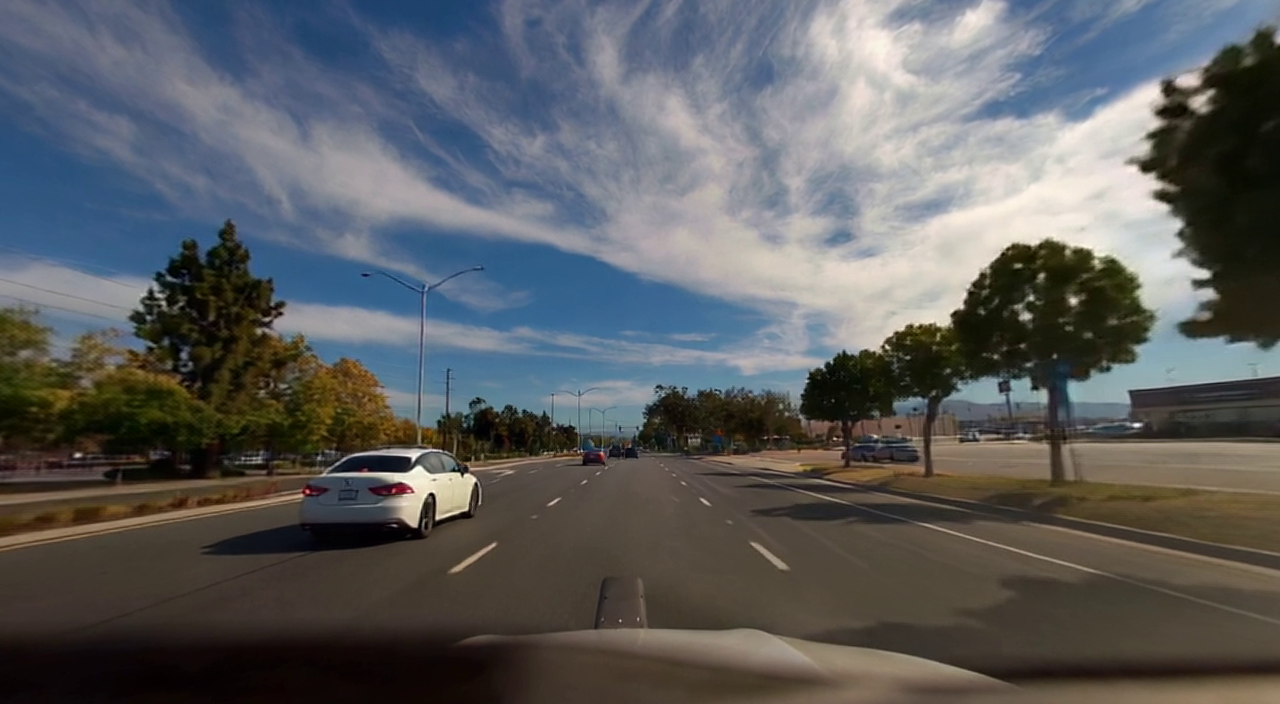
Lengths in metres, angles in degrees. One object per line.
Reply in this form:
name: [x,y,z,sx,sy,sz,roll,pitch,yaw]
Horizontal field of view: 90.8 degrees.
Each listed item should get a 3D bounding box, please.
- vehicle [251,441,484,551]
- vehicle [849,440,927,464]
vehicle: [-4.242,2.289,10.830,2.003,1.454,4.484,0,-9,0]
vehicle: [16.087,6.524,41.117,4.197,1.466,1.930,0,-9,-2]
